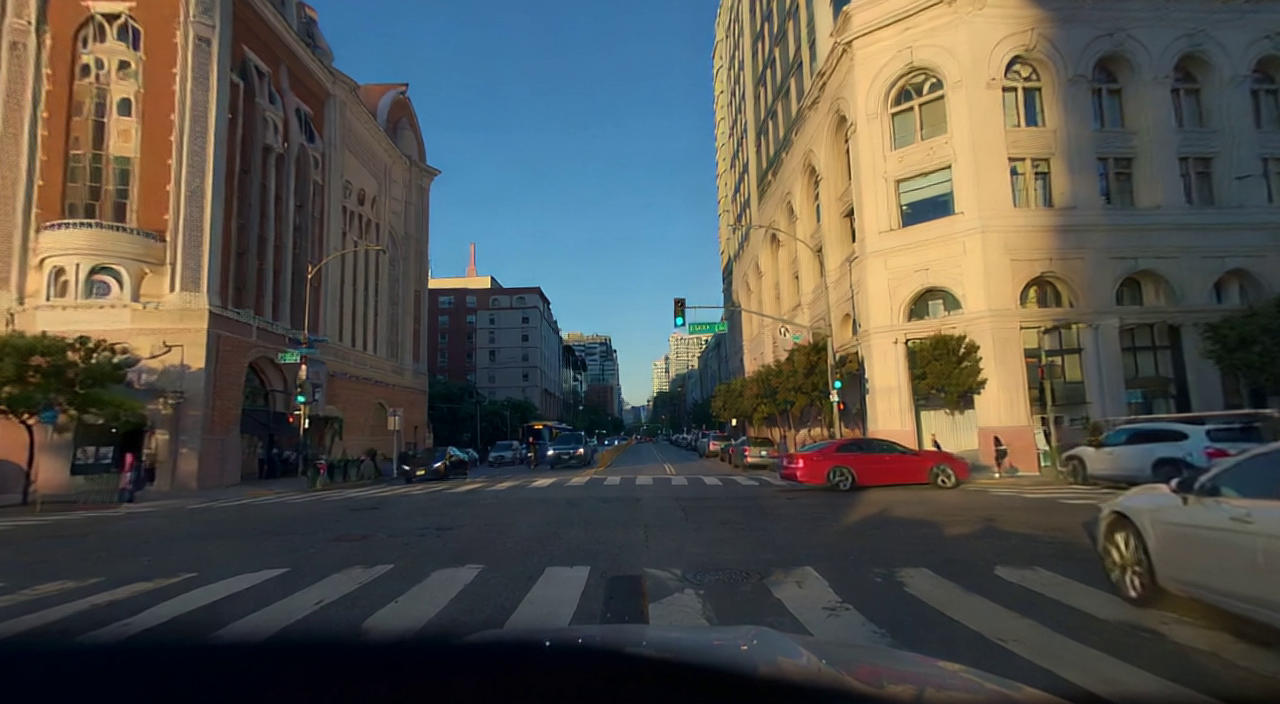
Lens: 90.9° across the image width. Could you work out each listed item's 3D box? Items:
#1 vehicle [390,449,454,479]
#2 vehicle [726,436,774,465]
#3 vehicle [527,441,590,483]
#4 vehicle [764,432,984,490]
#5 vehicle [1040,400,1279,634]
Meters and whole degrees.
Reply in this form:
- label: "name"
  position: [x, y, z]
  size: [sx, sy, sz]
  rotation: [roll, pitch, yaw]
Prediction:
- label: "vehicle"
  position: [-11.924, 6.114, 34.799]
  size: [1.998, 1.505, 4.405]
  rotation: [0, -8, 0]
- label: "vehicle"
  position: [6.252, 5.648, 36.308]
  size: [1.926, 1.574, 3.961]
  rotation: [0, -8, -2]
- label: "vehicle"
  position: [-2.957, 4.087, 23.728]
  size: [1.904, 1.402, 4.759]
  rotation: [0, -8, -2]
- label: "vehicle"
  position: [6.202, 2.977, 17.440]
  size: [5.388, 1.465, 2.050]
  rotation: [-2, -9, 11]
- label: "vehicle"
  position: [5.140, 1.112, 4.352]
  size: [1.912, 1.505, 4.889]
  rotation: [-1, -8, 5]
